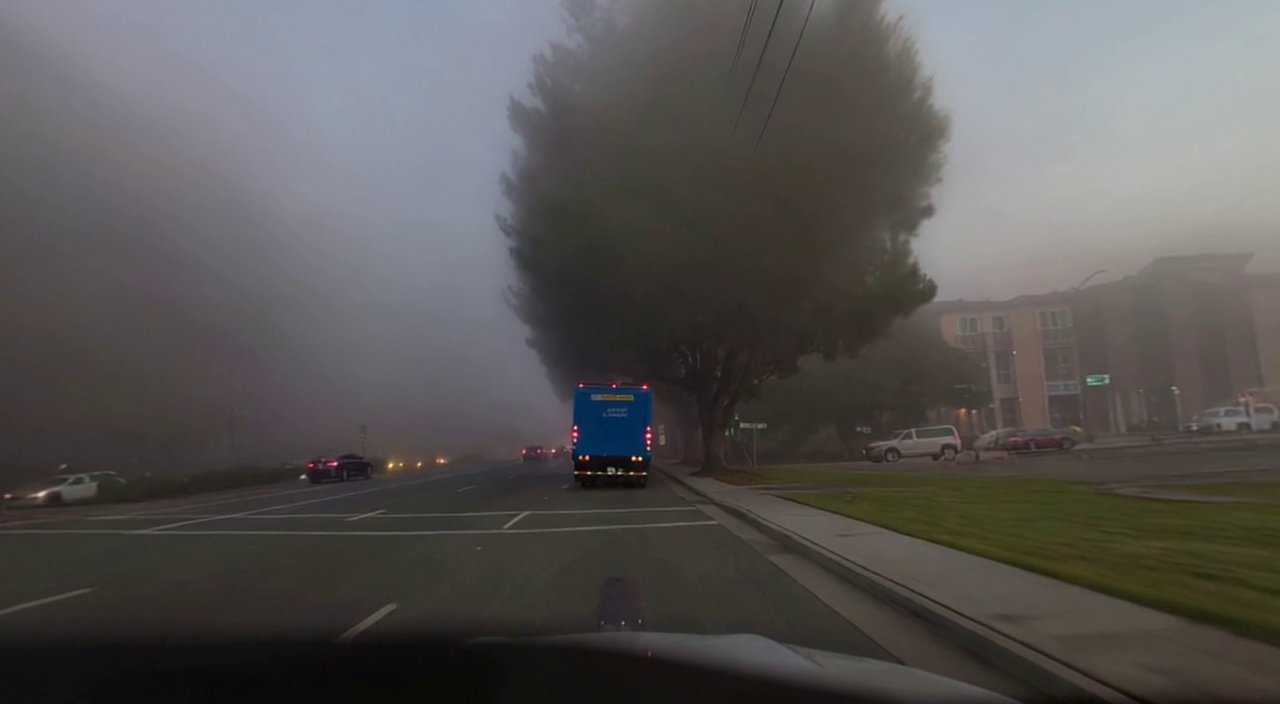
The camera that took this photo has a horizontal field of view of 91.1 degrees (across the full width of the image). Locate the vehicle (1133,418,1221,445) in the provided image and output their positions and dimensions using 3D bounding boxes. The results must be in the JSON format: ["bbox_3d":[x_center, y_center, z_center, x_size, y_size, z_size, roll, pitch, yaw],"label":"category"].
[{"bbox_3d":[31.728,4.709,37.153,3.709,1.502,1.806,1,-7,-6],"label":"vehicle"}]

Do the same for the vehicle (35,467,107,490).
[{"bbox_3d":[-40.879,9.057,45.147,1.645,1.416,3.497,-5,-10,37],"label":"vehicle"}]

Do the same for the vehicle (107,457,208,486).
[{"bbox_3d":[-35.467,8.806,46.288,5.452,1.994,2.312,0,-9,-1],"label":"vehicle"}]

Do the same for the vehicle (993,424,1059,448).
[{"bbox_3d":[25.995,5.688,42.321,3.313,1.373,1.590,-2,-10,-2],"label":"vehicle"}]

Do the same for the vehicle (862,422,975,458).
[{"bbox_3d":[12.742,4.034,28.888,4.321,1.579,1.823,0,-8,-2],"label":"vehicle"}]

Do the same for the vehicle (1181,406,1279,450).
[{"bbox_3d":[25.811,3.198,26.143,4.609,1.729,2.098,0,-8,-2],"label":"vehicle"}]

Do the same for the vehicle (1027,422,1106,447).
[{"bbox_3d":[25.111,4.879,37.009,3.537,1.393,1.581,0,-10,-3],"label":"vehicle"}]

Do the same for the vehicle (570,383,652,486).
[{"bbox_3d":[-1.167,3.593,26.757,2.905,3.644,8.807,0,-9,-2],"label":"vehicle"}]

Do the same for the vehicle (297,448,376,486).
[{"bbox_3d":[-14.847,5.614,31.037,1.958,1.672,4.283,0,-9,-4],"label":"vehicle"}]
